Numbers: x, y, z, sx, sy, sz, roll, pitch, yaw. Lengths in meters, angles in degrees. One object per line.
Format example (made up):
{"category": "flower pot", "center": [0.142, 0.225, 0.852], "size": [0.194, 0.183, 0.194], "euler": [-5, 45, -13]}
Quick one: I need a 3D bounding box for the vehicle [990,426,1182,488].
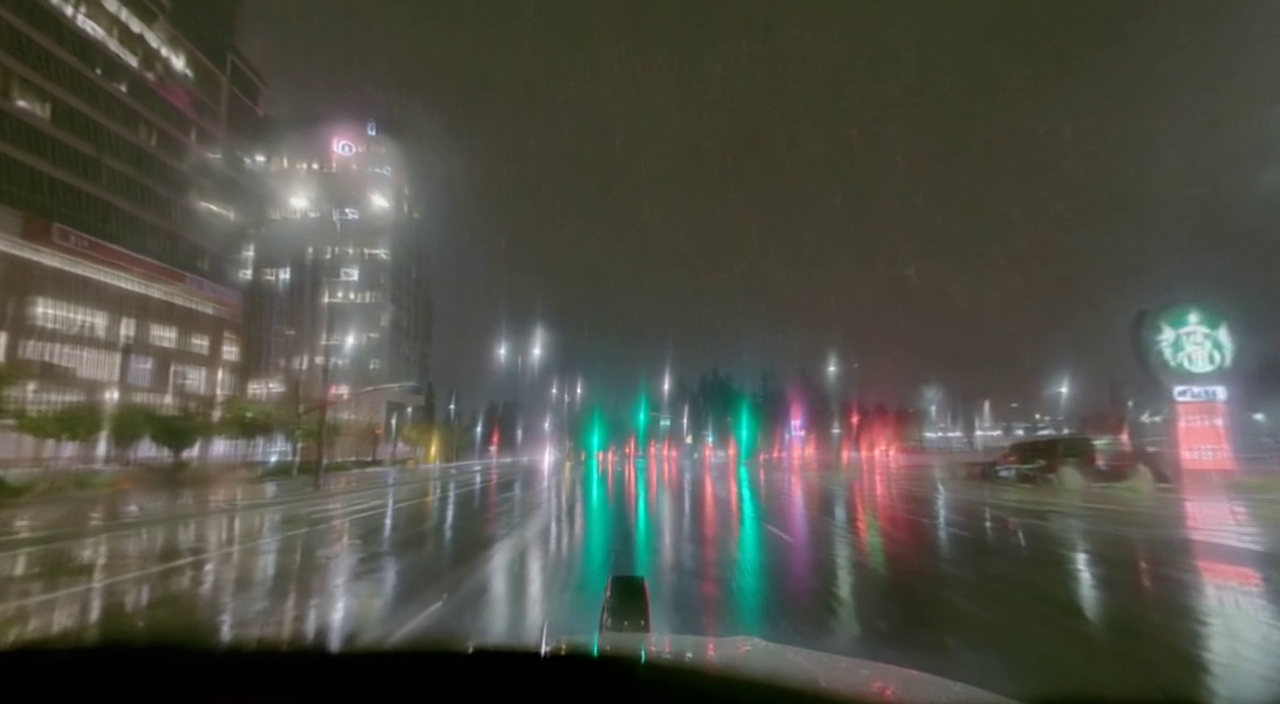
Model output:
{"category": "vehicle", "center": [14.640, 3.454, 20.904], "size": [4.775, 1.728, 1.996], "euler": [-2, -9, -1]}

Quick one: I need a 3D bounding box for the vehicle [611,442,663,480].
{"category": "vehicle", "center": [-0.120, 4.687, 27.415], "size": [2.059, 1.477, 3.988], "euler": [0, -9, 0]}

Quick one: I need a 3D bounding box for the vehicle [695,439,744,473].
{"category": "vehicle", "center": [4.197, 5.559, 33.893], "size": [2.007, 1.683, 4.171], "euler": [0, -9, -2]}
